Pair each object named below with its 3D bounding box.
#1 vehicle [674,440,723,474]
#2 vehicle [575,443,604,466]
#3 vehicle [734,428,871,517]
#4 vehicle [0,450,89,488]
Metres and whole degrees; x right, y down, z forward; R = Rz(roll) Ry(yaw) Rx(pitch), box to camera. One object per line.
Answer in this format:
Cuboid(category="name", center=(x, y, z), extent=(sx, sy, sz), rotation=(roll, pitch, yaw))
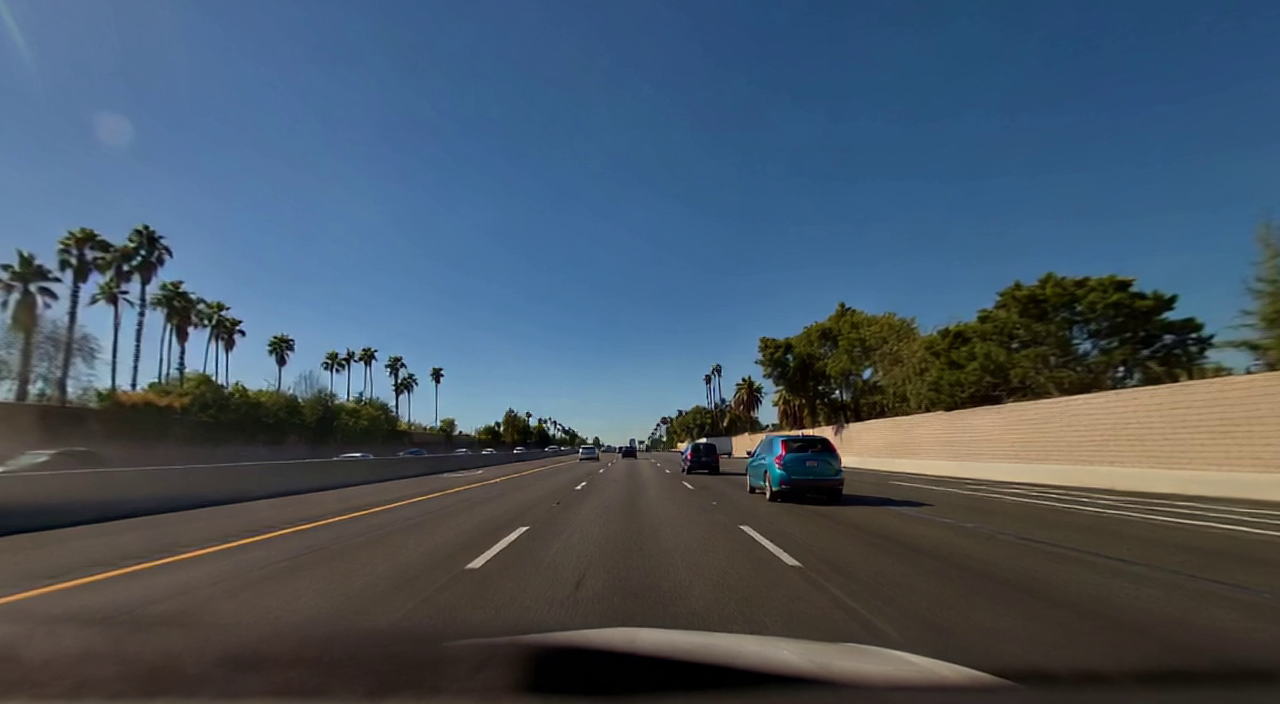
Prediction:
Cuboid(category="vehicle", center=(3.053, 5.579, 33.784), extent=(2.045, 1.688, 4.313), rotation=(0, -9, -2))
Cuboid(category="vehicle", center=(-3.783, 7.774, 48.066), extent=(1.858, 1.632, 4.138), rotation=(0, -9, 0))
Cuboid(category="vehicle", center=(3.443, 2.637, 14.345), extent=(1.910, 1.696, 4.187), rotation=(0, -8, -1))
Cuboid(category="vehicle", center=(-31.568, 5.962, 32.513), extent=(1.992, 1.770, 4.905), rotation=(0, -9, 2))
